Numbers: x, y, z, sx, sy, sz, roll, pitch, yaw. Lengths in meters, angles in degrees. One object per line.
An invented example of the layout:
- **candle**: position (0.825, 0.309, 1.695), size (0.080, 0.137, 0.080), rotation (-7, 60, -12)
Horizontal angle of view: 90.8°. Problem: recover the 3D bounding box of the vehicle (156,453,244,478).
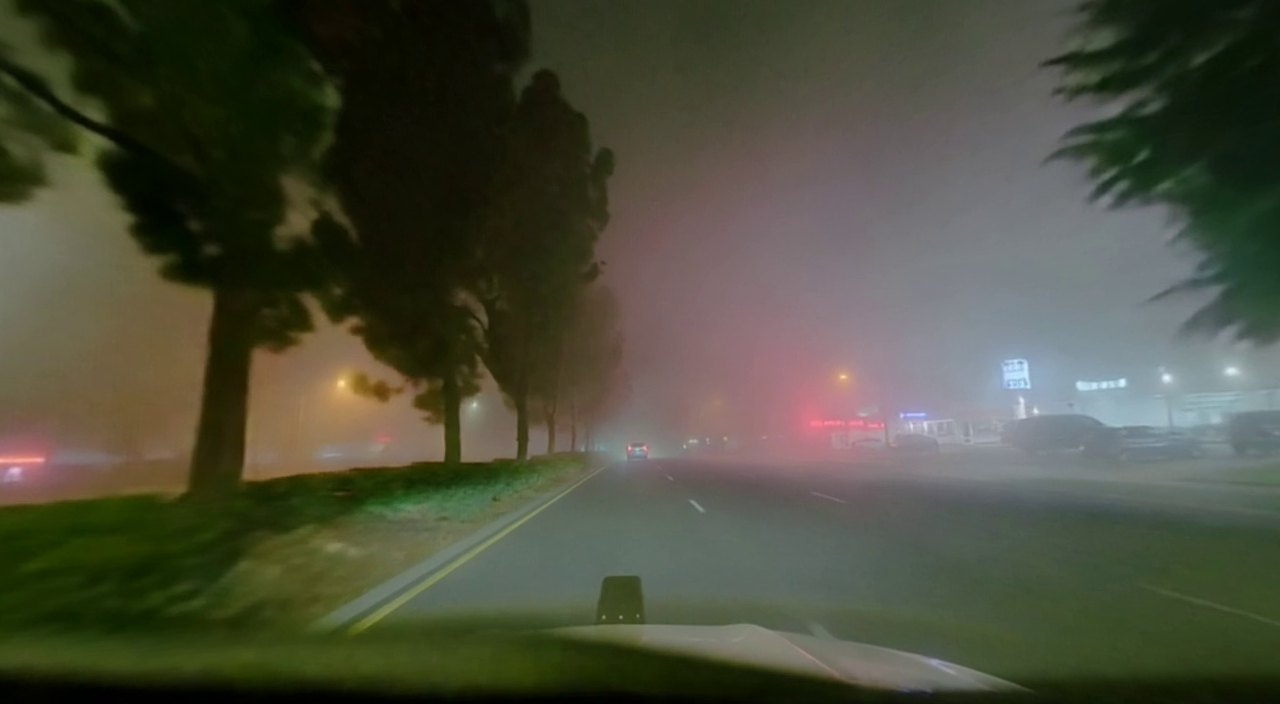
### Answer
- **vehicle**: position (-29.794, 7.704, 42.856), size (4.408, 1.568, 2.052), rotation (0, -9, -1)
